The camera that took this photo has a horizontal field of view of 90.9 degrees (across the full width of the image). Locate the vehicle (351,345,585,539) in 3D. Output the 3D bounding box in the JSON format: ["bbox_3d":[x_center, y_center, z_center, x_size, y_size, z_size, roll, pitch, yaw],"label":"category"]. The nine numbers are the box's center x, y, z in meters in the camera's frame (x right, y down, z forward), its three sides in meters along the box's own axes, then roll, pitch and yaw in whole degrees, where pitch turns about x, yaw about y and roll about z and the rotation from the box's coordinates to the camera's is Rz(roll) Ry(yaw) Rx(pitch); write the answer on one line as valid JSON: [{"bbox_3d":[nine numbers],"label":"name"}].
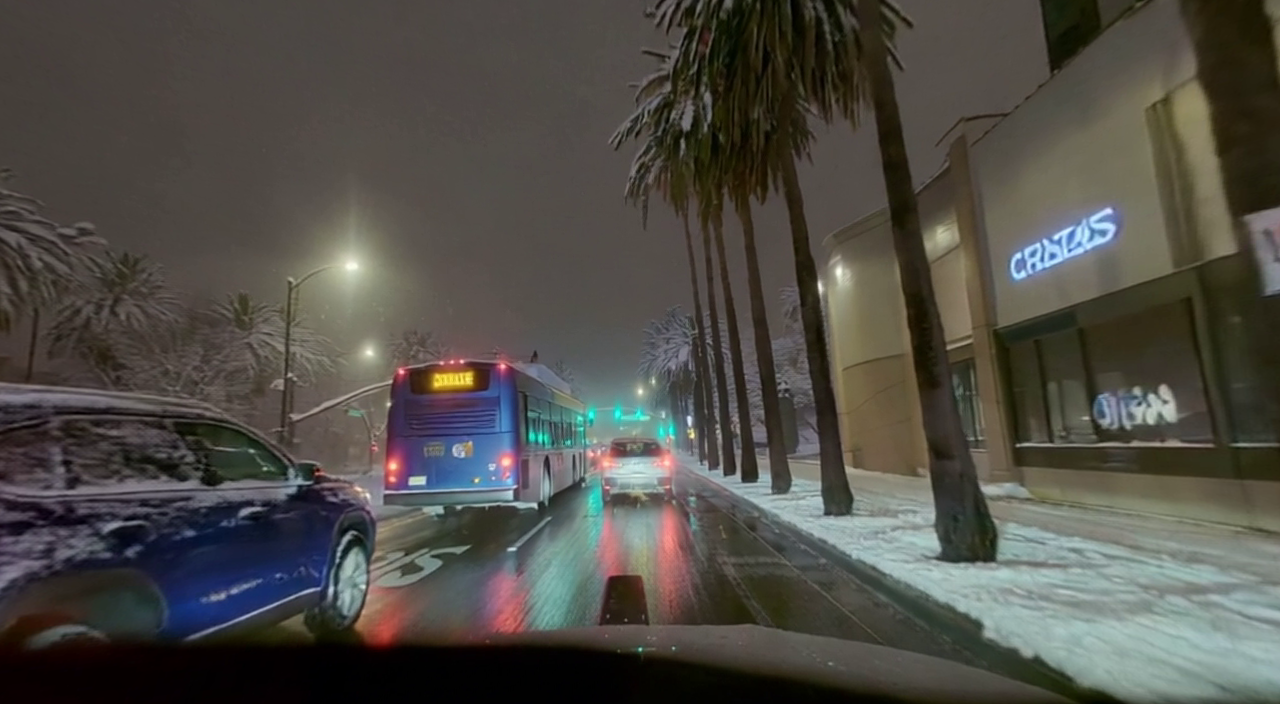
[{"bbox_3d":[-3.061,2.012,14.170,2.775,3.064,8.297,0,-8,1],"label":"vehicle"}]

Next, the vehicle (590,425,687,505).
[{"bbox_3d":[-0.030,2.762,15.812,2.120,1.727,3.917,0,-8,0],"label":"vehicle"}]

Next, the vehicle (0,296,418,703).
[{"bbox_3d":[-3.040,0.919,3.201,2.124,1.799,4.587,0,-8,0],"label":"vehicle"}]
